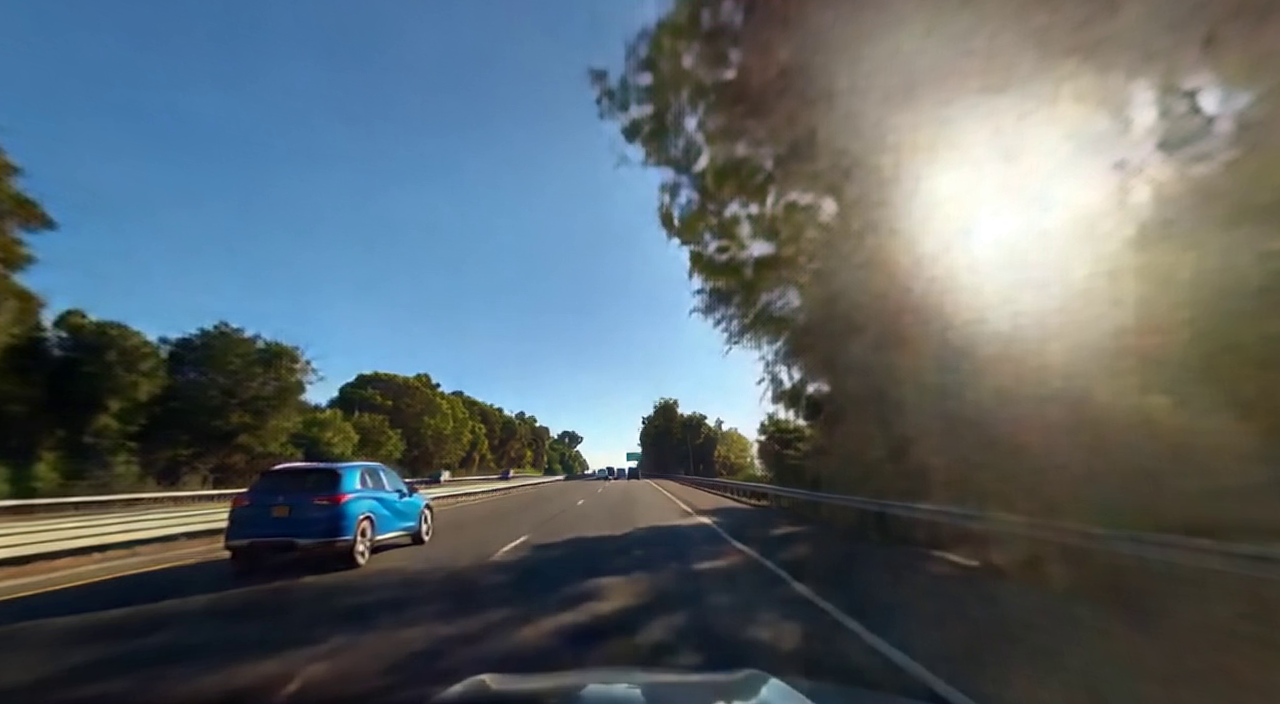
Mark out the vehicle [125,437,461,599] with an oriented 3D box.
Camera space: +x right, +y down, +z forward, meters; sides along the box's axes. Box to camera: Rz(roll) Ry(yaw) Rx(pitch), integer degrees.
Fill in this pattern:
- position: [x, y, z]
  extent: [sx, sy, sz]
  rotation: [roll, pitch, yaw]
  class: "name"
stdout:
- position: [-3.953, 1.990, 8.201]
  extent: [2.017, 1.516, 4.041]
  rotation: [1, -11, 0]
  class: "vehicle"
